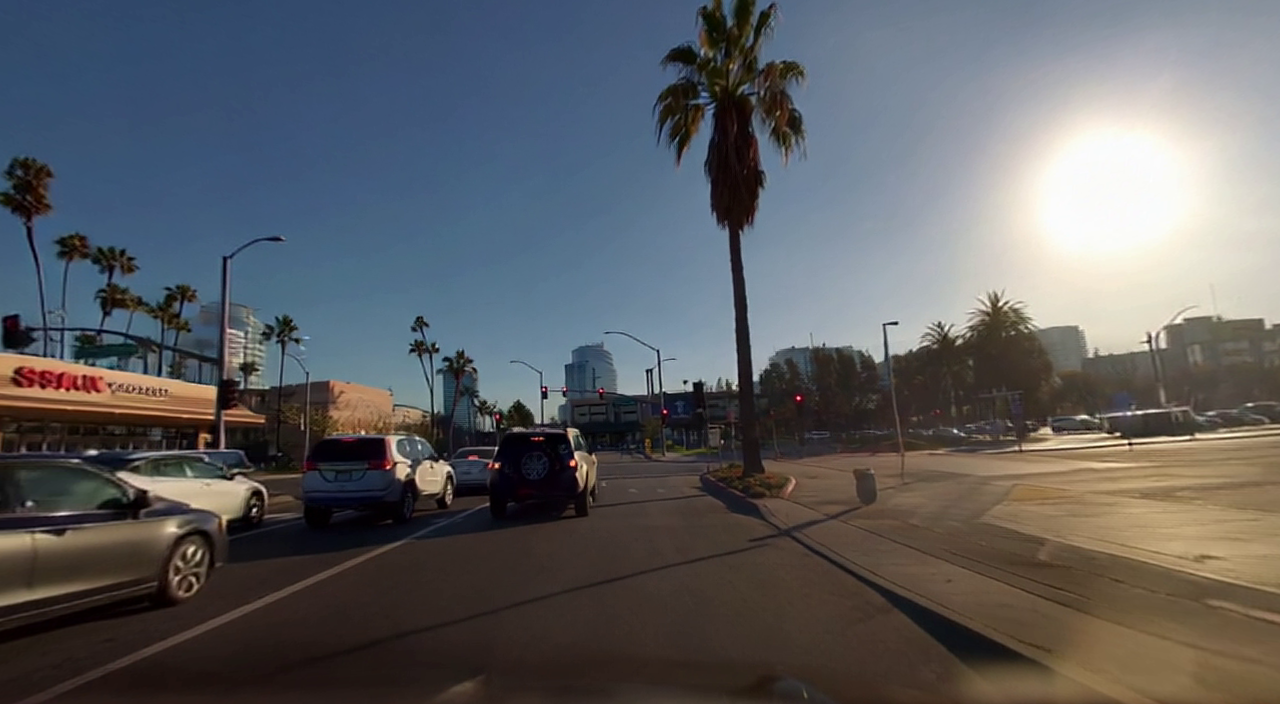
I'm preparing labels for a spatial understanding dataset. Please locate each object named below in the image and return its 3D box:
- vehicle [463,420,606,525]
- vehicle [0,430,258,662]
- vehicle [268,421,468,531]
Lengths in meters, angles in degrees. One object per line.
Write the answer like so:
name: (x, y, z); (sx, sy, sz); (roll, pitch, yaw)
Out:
vehicle: (-1.908, 2.371, 12.910); (2.153, 1.759, 4.320); (0, -9, 0)
vehicle: (-5.330, 1.407, 4.799); (1.885, 1.567, 4.775); (0, -9, 0)
vehicle: (-5.338, 2.505, 13.307); (2.025, 1.862, 4.804); (0, -9, 1)
